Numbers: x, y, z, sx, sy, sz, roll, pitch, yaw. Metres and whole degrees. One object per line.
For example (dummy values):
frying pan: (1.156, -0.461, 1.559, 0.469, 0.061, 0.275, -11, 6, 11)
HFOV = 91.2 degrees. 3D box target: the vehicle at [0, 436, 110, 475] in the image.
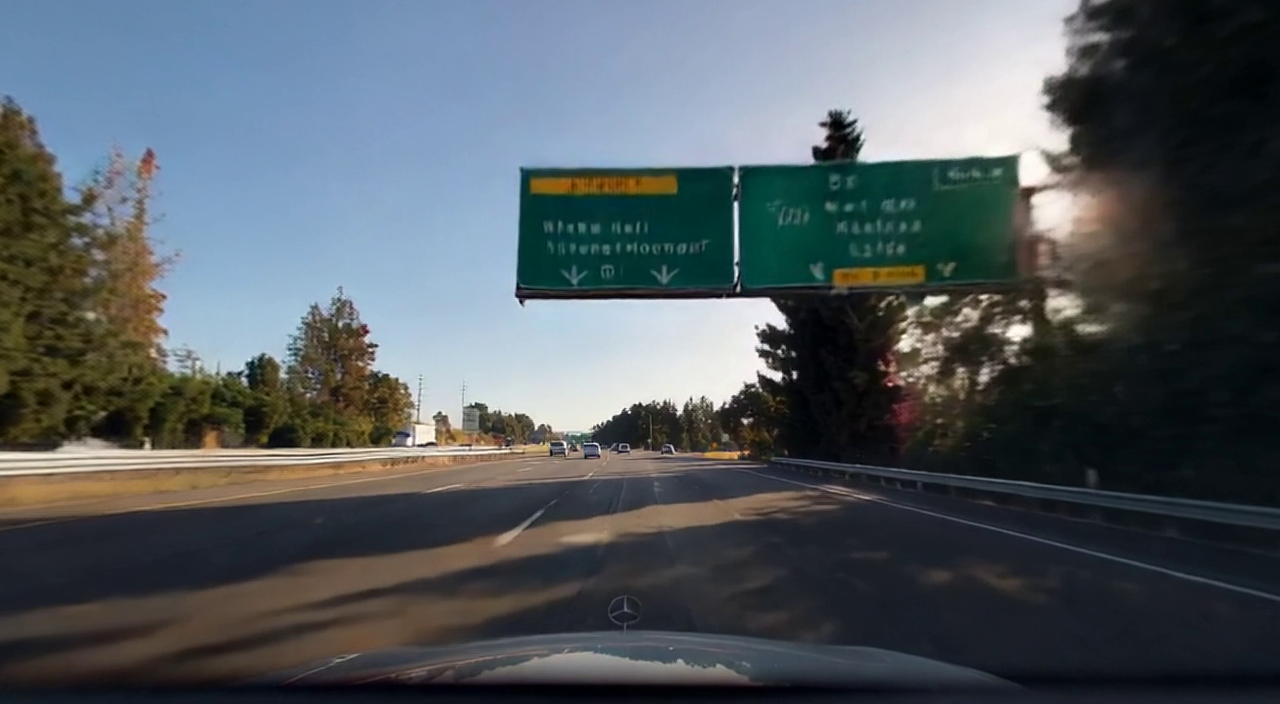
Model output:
vehicle: (-24.760, 4.282, 26.209, 1.765, 1.480, 3.908, 0, -8, 0)
